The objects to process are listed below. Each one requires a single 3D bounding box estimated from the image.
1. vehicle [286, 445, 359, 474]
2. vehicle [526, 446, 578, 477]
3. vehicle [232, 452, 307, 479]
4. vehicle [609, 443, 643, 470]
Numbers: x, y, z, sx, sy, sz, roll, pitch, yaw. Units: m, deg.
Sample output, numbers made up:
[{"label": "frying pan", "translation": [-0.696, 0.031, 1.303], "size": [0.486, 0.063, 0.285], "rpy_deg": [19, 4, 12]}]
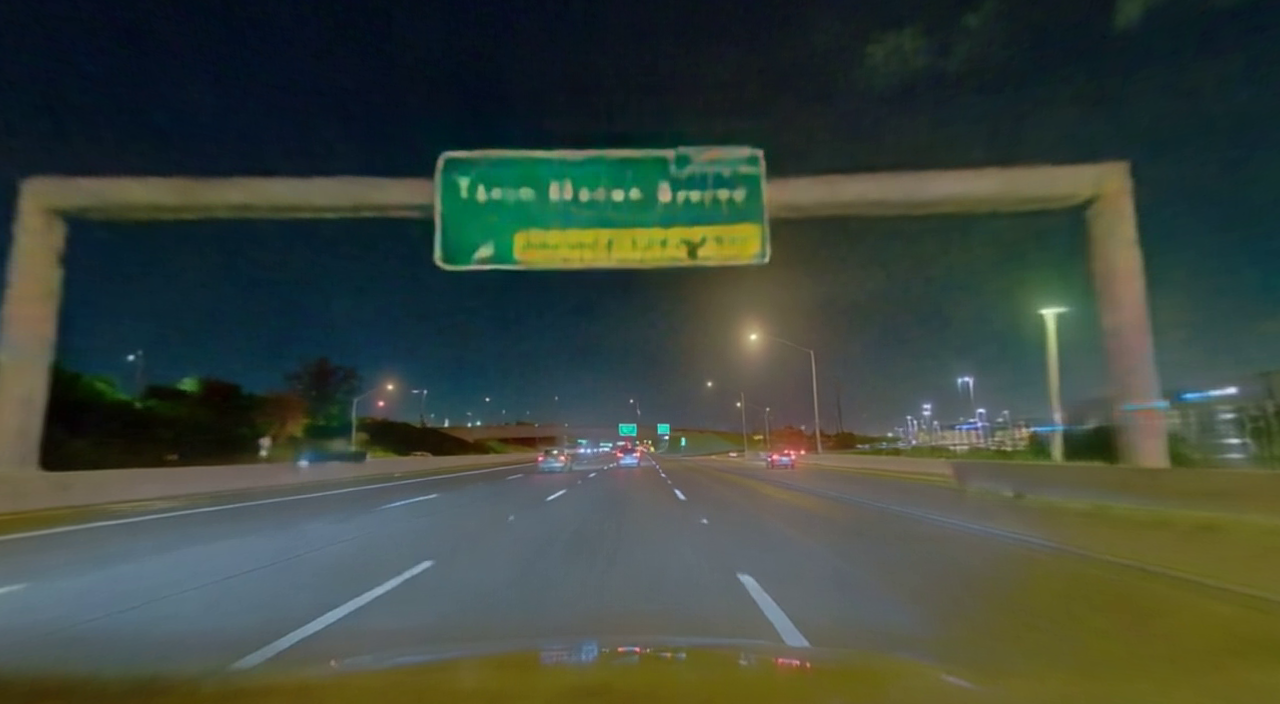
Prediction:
[{"label": "vehicle", "translation": [-18.555, 6.281, 37.039], "size": [2.024, 1.594, 4.333], "rpy_deg": [0, -9, 0]}, {"label": "vehicle", "translation": [-4.605, 5.821, 33.711], "size": [2.071, 1.553, 4.388], "rpy_deg": [0, -9, 1]}, {"label": "vehicle", "translation": [-22.374, 6.830, 38.243], "size": [1.923, 1.488, 4.300], "rpy_deg": [0, -9, 0]}, {"label": "vehicle", "translation": [-0.896, 6.997, 42.162], "size": [2.102, 1.692, 4.057], "rpy_deg": [0, -9, 1]}]
